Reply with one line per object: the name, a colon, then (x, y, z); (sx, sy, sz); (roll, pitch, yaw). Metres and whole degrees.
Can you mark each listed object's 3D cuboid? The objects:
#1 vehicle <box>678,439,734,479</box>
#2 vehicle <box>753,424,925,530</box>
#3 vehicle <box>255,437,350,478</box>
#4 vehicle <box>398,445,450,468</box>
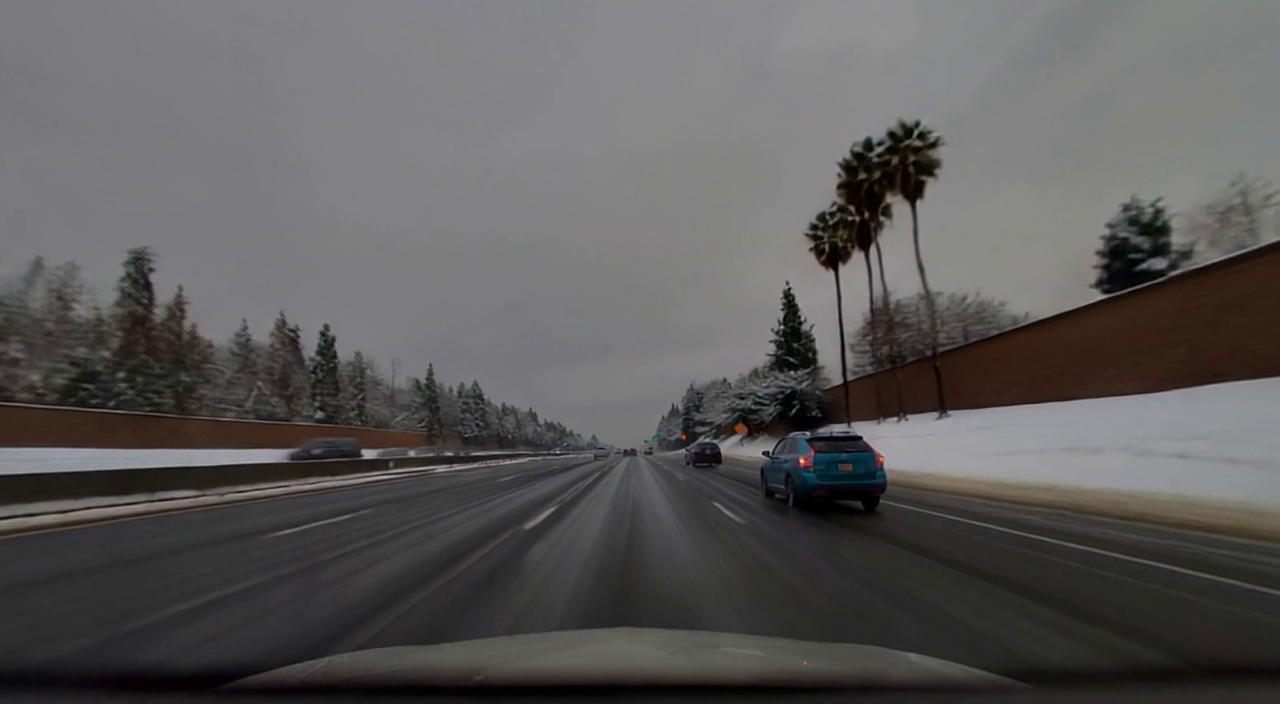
vehicle: (2.997, 4.964, 29.549); (2.045, 1.688, 4.313); (0, -9, -2)
vehicle: (3.580, 2.323, 12.329); (1.910, 1.696, 4.187); (0, -9, -1)
vehicle: (-19.839, 6.220, 37.587); (2.314, 2.179, 5.976); (0, -9, 0)
vehicle: (-15.980, 7.736, 47.111); (2.018, 1.635, 5.236); (0, -9, 0)
